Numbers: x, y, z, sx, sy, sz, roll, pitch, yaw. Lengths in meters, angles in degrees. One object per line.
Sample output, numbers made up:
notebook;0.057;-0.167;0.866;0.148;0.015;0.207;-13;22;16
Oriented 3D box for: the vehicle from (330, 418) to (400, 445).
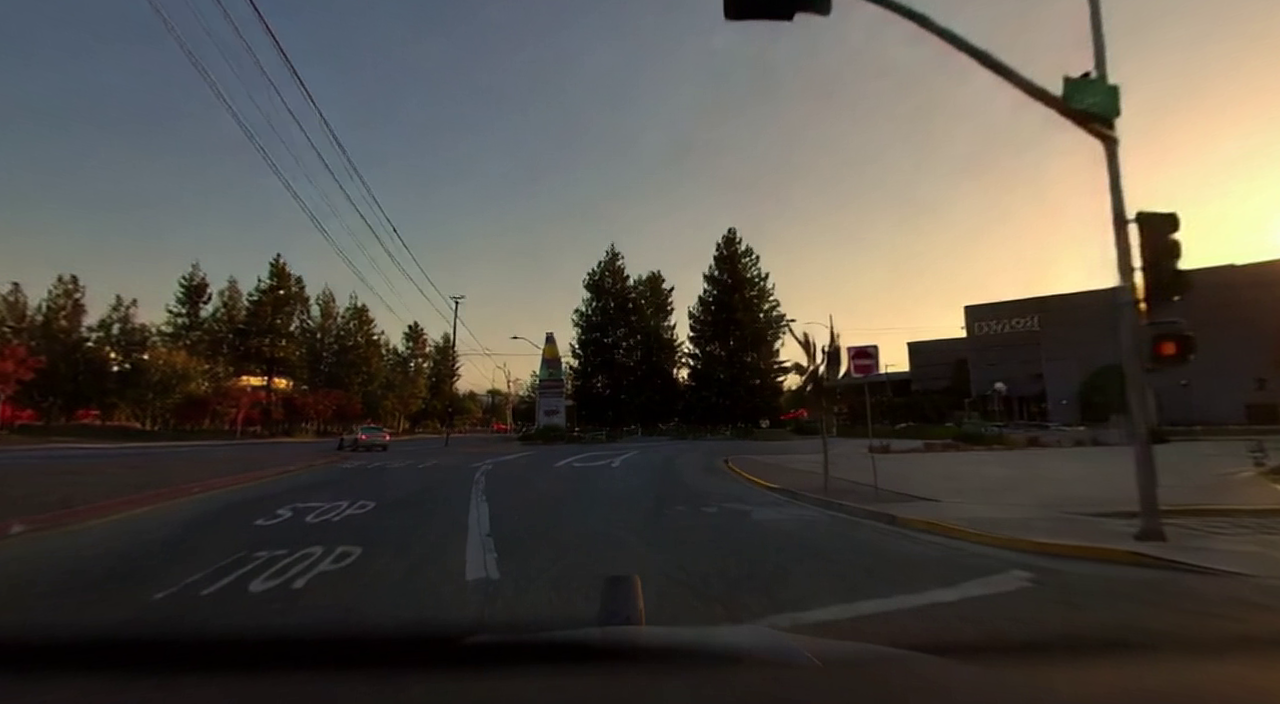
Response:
vehicle;-20.733;6.019;47.421;5.570;1.923;2.336;-6;-10;37
